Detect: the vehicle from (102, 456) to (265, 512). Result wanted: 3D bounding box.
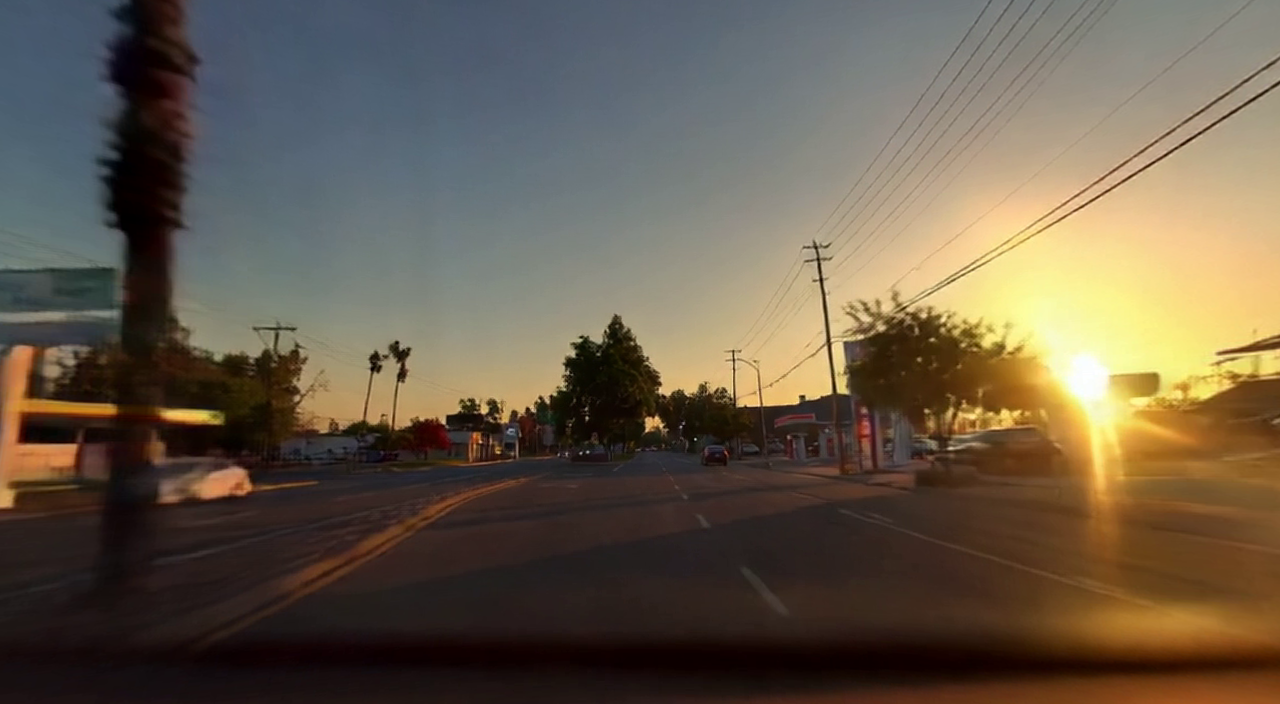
[{"bbox_3d":[-14.405,4.141,20.357,1.924,1.528,4.416,0,-9,0],"label":"vehicle"}]
